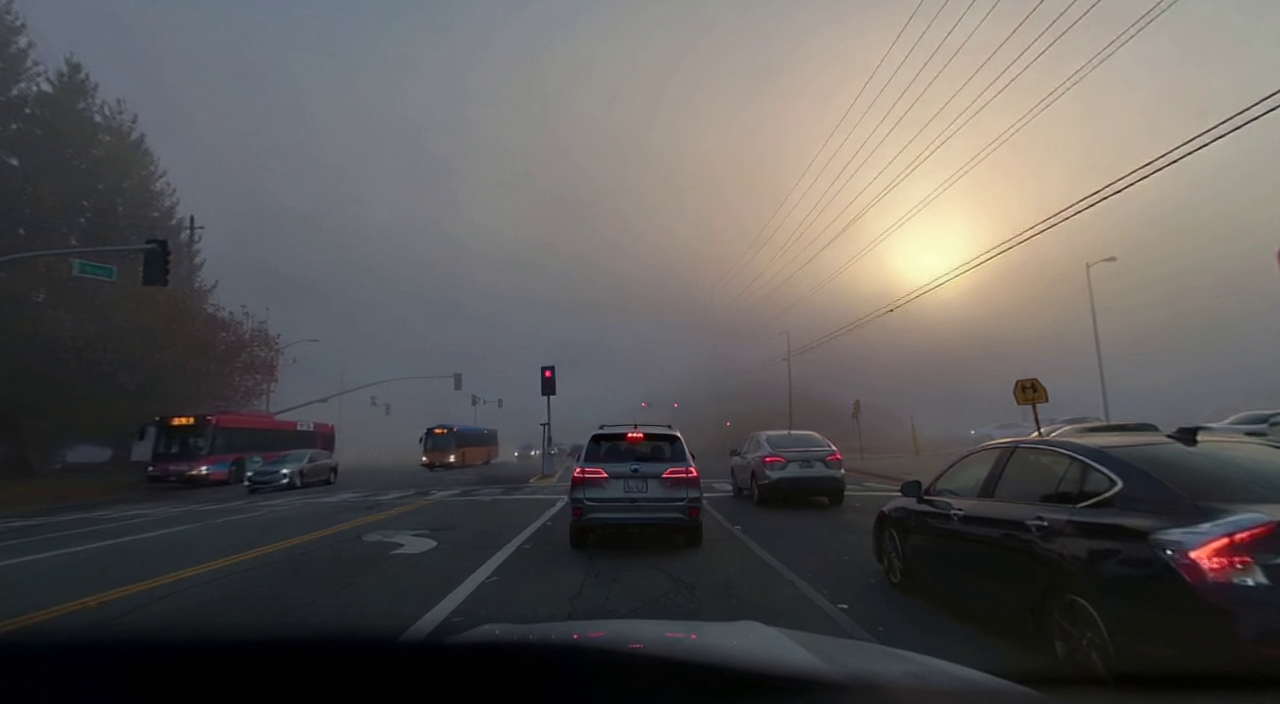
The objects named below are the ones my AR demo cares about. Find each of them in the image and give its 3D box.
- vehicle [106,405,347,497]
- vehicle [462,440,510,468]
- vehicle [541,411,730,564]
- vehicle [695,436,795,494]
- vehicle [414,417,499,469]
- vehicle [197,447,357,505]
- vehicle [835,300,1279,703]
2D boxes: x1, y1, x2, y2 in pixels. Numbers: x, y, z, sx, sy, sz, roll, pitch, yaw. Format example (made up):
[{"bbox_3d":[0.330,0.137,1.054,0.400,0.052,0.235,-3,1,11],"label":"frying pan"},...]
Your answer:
[{"bbox_3d":[-18.764,4.732,30.552,3.010,3.475,12.655,0,-9,1],"label":"vehicle"},{"bbox_3d":[-10.600,7.053,43.797,2.163,1.812,4.686,0,-9,-1],"label":"vehicle"},{"bbox_3d":[-0.106,1.801,9.109,2.087,1.677,4.053,0,-9,-2],"label":"vehicle"},{"bbox_3d":[2.895,3.237,18.512,2.040,1.481,4.407,0,-9,-2],"label":"vehicle"},{"bbox_3d":[-13.915,7.169,49.381,3.031,3.513,12.586,0,-9,-1],"label":"vehicle"},{"bbox_3d":[-10.413,3.555,18.648,1.976,1.483,4.630,0,-9,0],"label":"vehicle"},{"bbox_3d":[3.085,1.015,4.359,2.049,1.813,4.245,0,-9,-1],"label":"vehicle"}]
